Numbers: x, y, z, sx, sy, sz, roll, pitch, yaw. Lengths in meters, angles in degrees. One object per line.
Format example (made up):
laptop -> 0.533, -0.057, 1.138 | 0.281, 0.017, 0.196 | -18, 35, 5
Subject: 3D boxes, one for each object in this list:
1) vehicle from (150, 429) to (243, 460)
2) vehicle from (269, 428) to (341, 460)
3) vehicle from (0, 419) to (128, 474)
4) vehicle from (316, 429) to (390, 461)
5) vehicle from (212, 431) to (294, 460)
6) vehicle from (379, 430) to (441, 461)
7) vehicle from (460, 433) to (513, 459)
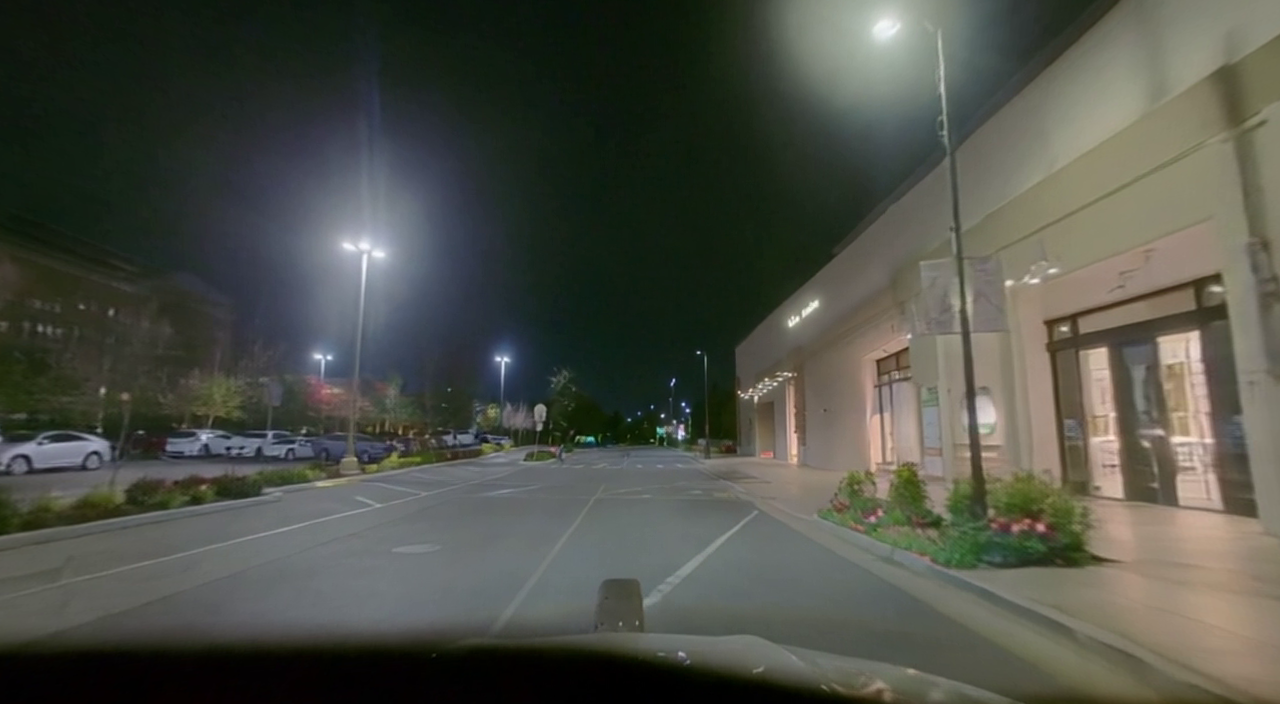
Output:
vehicle -> -24.004, 5.017, 34.391 | 1.773, 1.498, 4.085 | 3, -8, 6
vehicle -> -18.428, 5.088, 34.982 | 1.902, 1.645, 3.903 | 0, -8, -2
vehicle -> -20.943, 3.326, 22.263 | 1.899, 1.717, 4.558 | 0, -8, 1
vehicle -> -15.617, 5.080, 34.634 | 1.928, 1.613, 4.197 | -1, -8, 3
vehicle -> -21.026, 5.126, 34.520 | 1.909, 1.474, 3.908 | -1, -8, 3
vehicle -> -12.637, 5.153, 35.003 | 1.892, 1.597, 4.259 | 0, -8, -1
vehicle -> -9.867, 6.105, 41.043 | 1.891, 1.464, 4.646 | 3, -8, 5
